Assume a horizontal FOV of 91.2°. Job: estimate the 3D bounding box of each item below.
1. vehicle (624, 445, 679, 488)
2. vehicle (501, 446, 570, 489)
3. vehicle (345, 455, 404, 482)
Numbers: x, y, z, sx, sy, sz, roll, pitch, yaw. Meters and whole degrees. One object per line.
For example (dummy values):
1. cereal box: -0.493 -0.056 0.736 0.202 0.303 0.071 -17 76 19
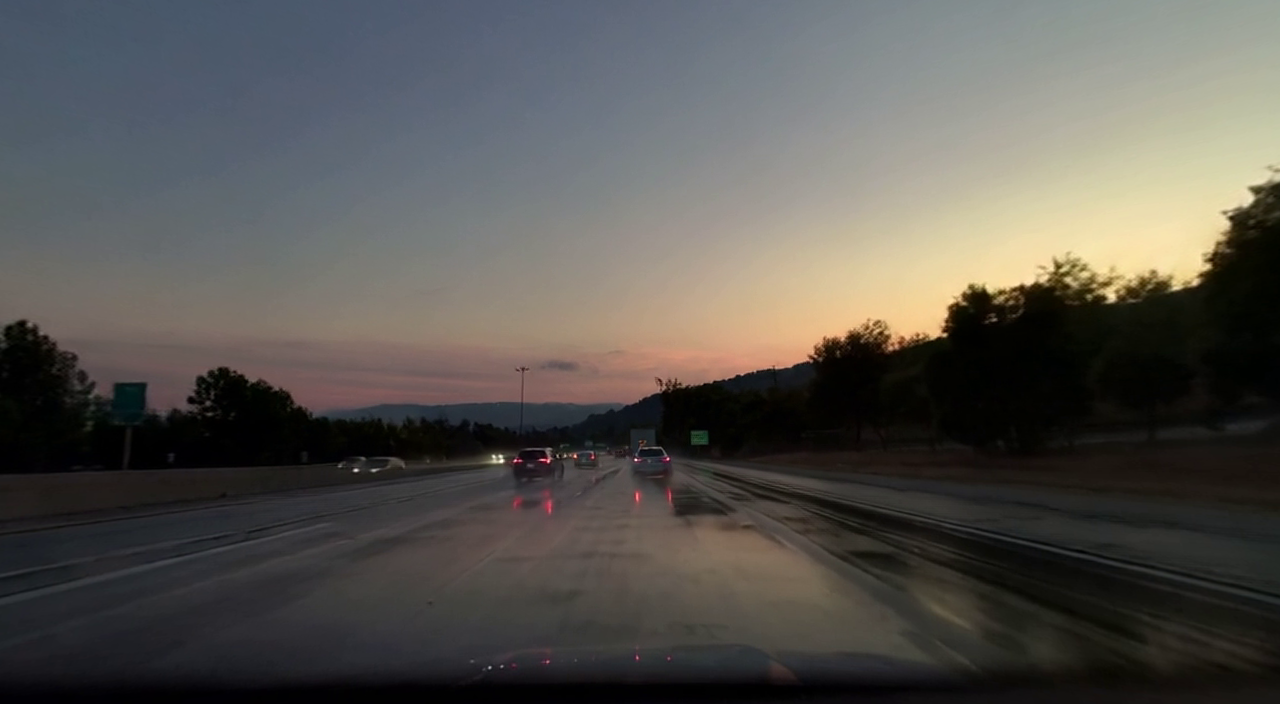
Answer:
1. vehicle: 0.398 4.546 25.161 2.015 1.526 4.286 0 -9 -1
2. vehicle: -4.020 4.522 24.847 1.940 1.502 4.463 -1 -9 1
3. vehicle: -16.852 7.378 39.954 1.874 1.538 4.116 -1 -9 1
